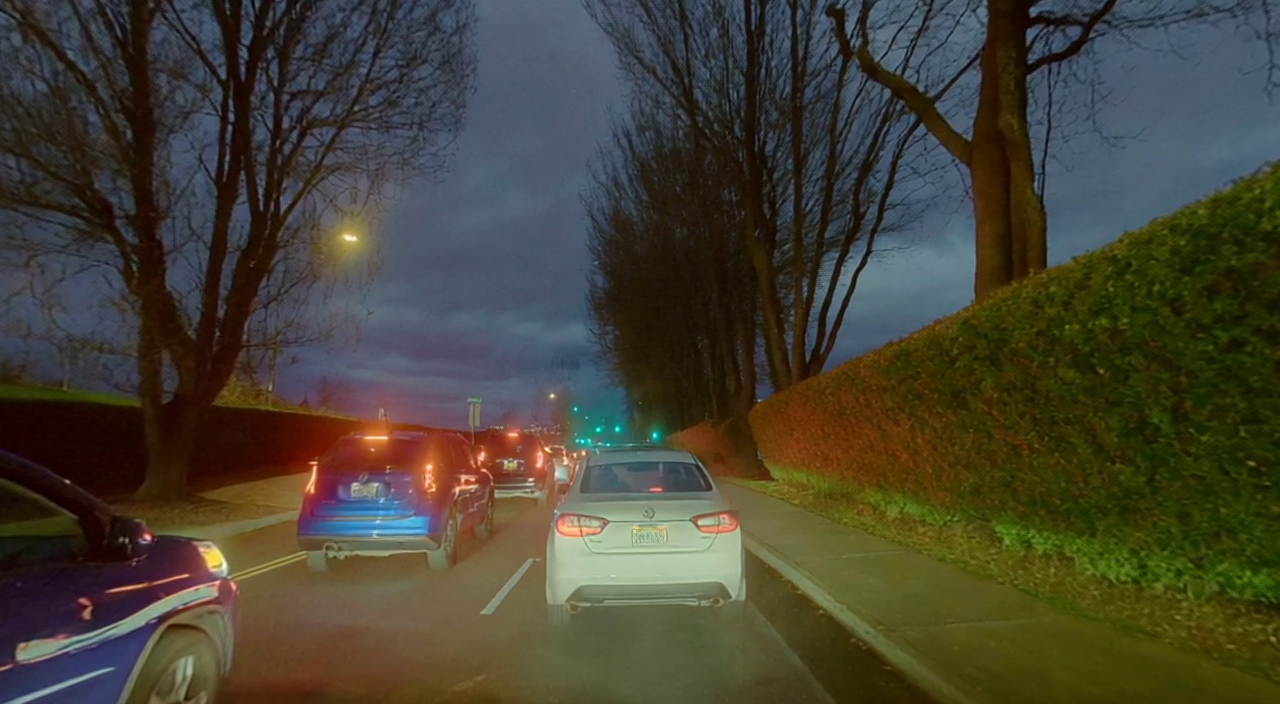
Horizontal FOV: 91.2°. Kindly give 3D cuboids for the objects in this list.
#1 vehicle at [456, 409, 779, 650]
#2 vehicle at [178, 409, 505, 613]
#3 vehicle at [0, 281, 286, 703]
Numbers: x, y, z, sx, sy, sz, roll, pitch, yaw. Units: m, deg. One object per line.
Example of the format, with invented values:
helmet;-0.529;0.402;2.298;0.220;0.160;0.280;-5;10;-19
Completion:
vehicle;-0.174;1.503;6.276;2.154;1.581;4.007;0;-9;-1
vehicle;-3.408;1.855;8.320;2.256;1.728;4.421;-6;-8;-2
vehicle;-3.287;0.671;1.259;2.205;1.913;5.327;-6;-8;-2
